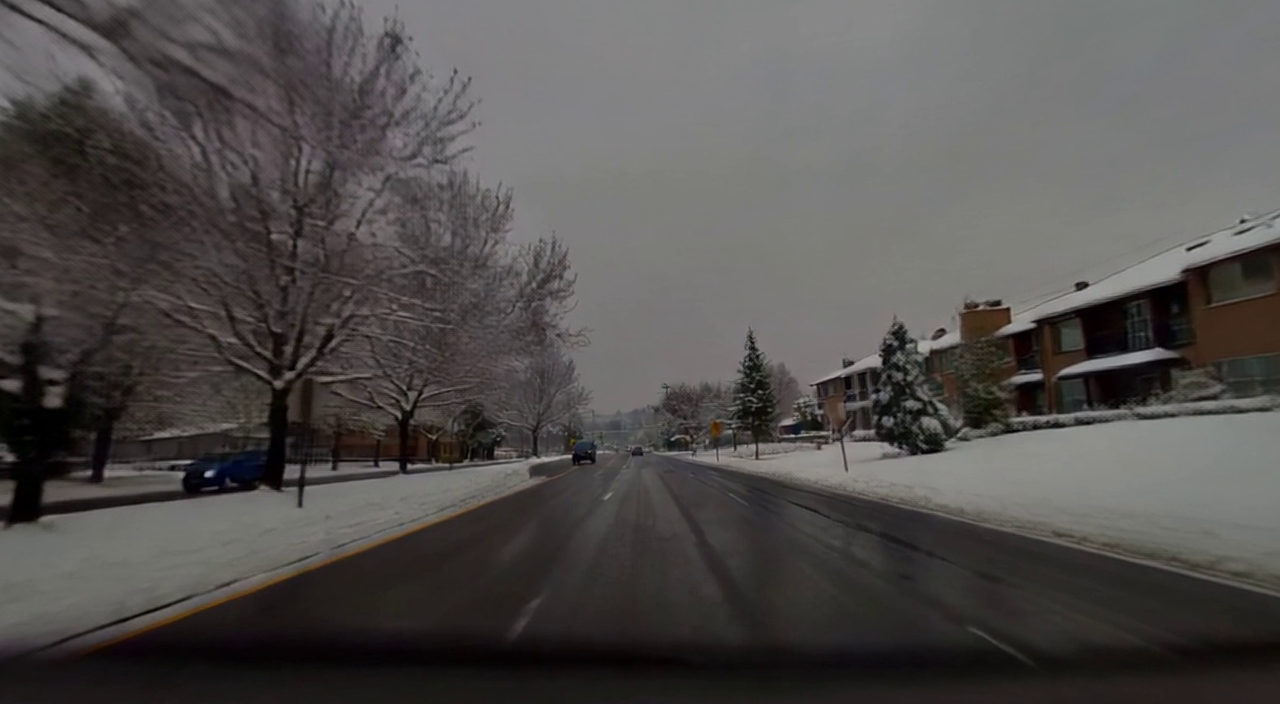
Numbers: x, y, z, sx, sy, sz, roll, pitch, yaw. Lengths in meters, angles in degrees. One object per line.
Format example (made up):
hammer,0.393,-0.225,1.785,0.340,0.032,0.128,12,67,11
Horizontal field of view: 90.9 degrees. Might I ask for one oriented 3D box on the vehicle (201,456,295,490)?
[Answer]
vehicle,-19.729,6.069,31.972,1.863,1.486,4.500,0,-9,0
